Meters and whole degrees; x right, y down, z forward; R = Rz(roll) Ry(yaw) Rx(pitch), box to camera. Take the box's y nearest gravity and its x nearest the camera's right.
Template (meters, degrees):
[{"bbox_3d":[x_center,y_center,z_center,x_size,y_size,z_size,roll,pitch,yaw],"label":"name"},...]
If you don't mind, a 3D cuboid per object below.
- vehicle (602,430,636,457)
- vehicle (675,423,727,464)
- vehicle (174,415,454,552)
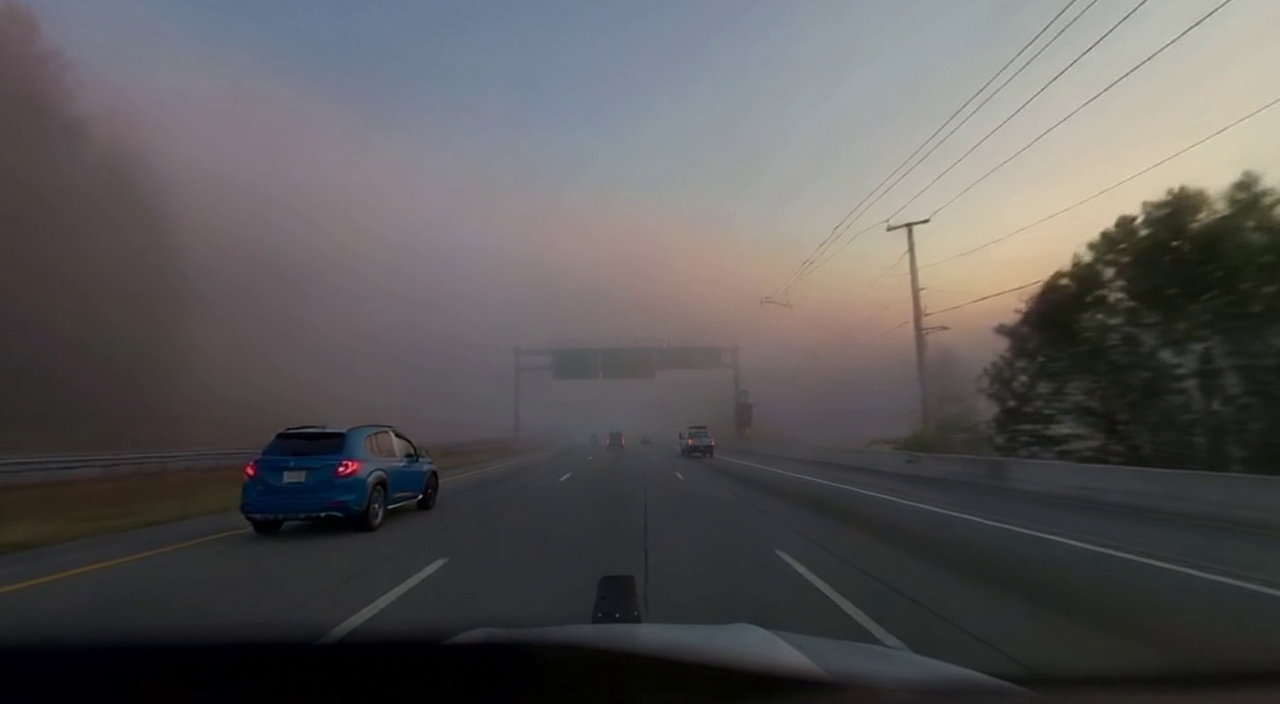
[{"bbox_3d":[-1.392,6.061,41.886,2.159,1.690,3.720,0,-7,-3],"label":"vehicle"},{"bbox_3d":[2.940,4.485,30.988,1.976,1.905,3.263,0,-7,-4],"label":"vehicle"},{"bbox_3d":[-4.441,1.811,9.502,2.100,1.590,4.077,0,-7,-1],"label":"vehicle"}]
